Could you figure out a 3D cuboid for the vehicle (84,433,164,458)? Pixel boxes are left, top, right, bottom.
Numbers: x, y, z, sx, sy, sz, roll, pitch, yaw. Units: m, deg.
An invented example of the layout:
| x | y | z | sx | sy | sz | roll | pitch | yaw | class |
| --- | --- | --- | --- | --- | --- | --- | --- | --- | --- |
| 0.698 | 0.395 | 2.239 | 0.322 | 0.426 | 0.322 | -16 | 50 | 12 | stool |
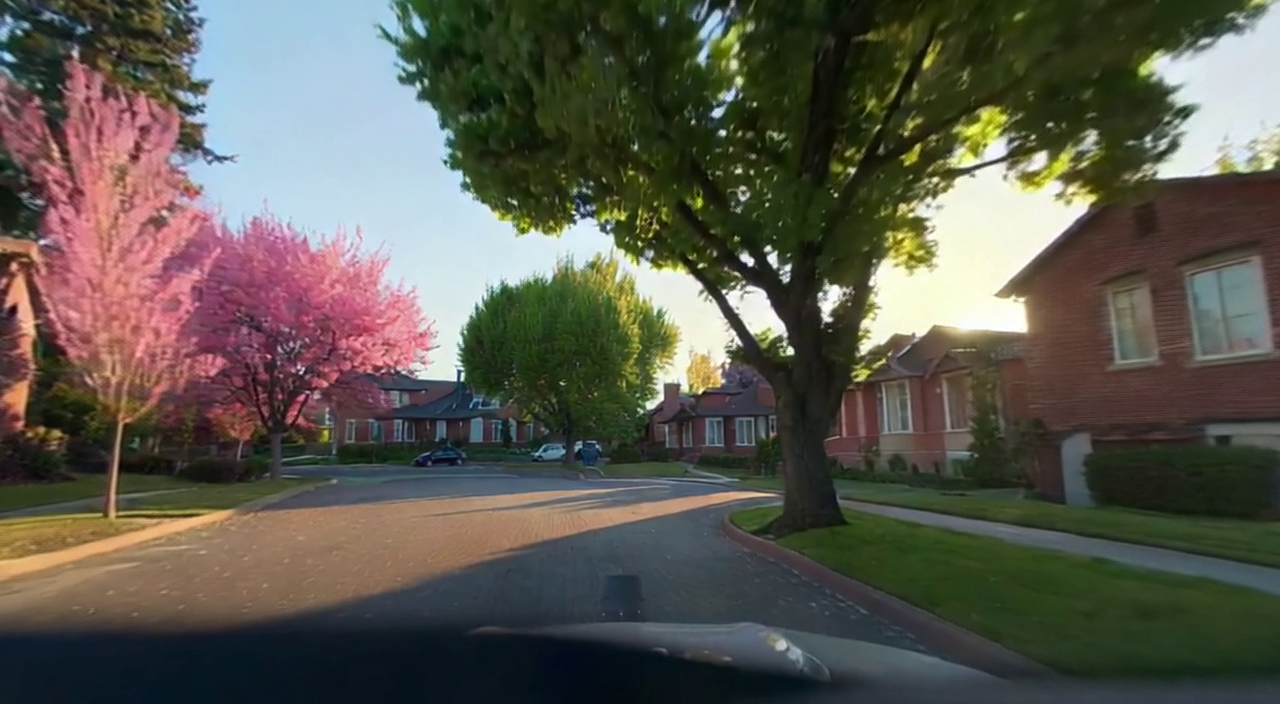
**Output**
| x | y | z | sx | sy | sz | roll | pitch | yaw | class |
| --- | --- | --- | --- | --- | --- | --- | --- | --- | --- |
| -37.931 | 6.873 | 46.458 | 4.237 | 1.728 | 2.203 | -1 | -9 | 12 | vehicle |
